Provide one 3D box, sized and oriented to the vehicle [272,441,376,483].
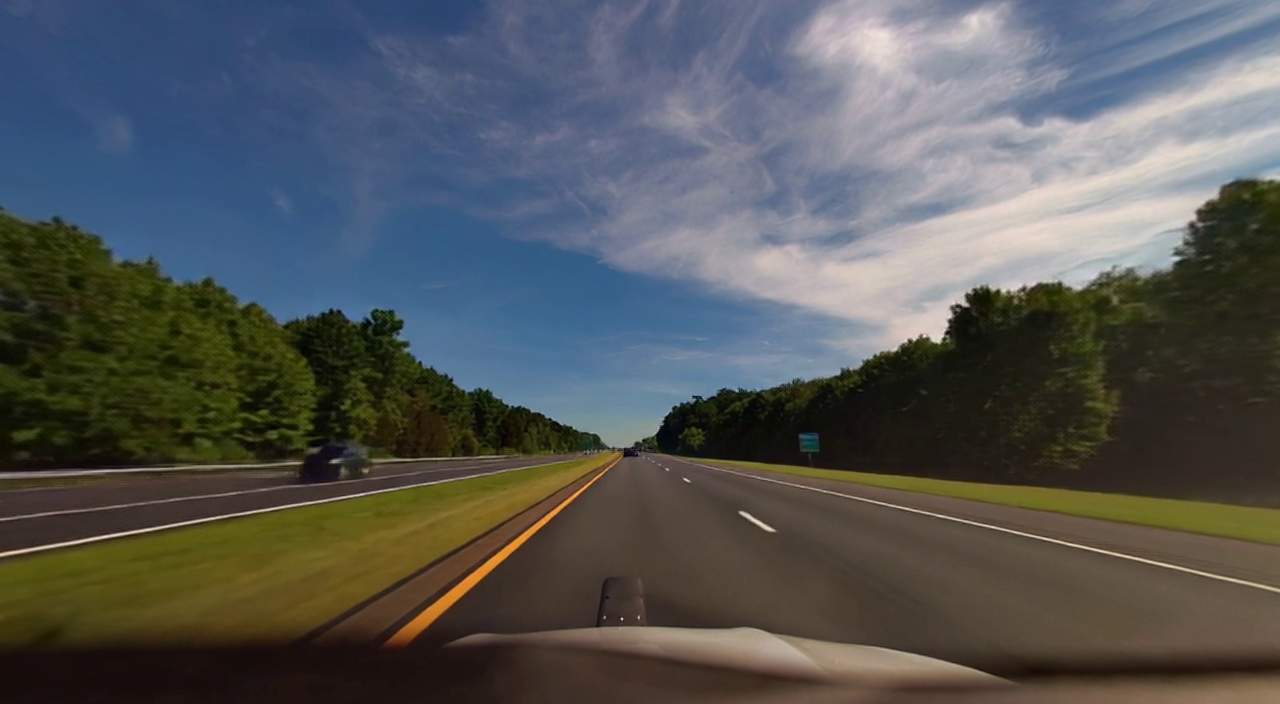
[{"bbox_3d":[-12.143,4.247,24.567,1.835,1.469,4.292,0,-9,0],"label":"vehicle"}]
